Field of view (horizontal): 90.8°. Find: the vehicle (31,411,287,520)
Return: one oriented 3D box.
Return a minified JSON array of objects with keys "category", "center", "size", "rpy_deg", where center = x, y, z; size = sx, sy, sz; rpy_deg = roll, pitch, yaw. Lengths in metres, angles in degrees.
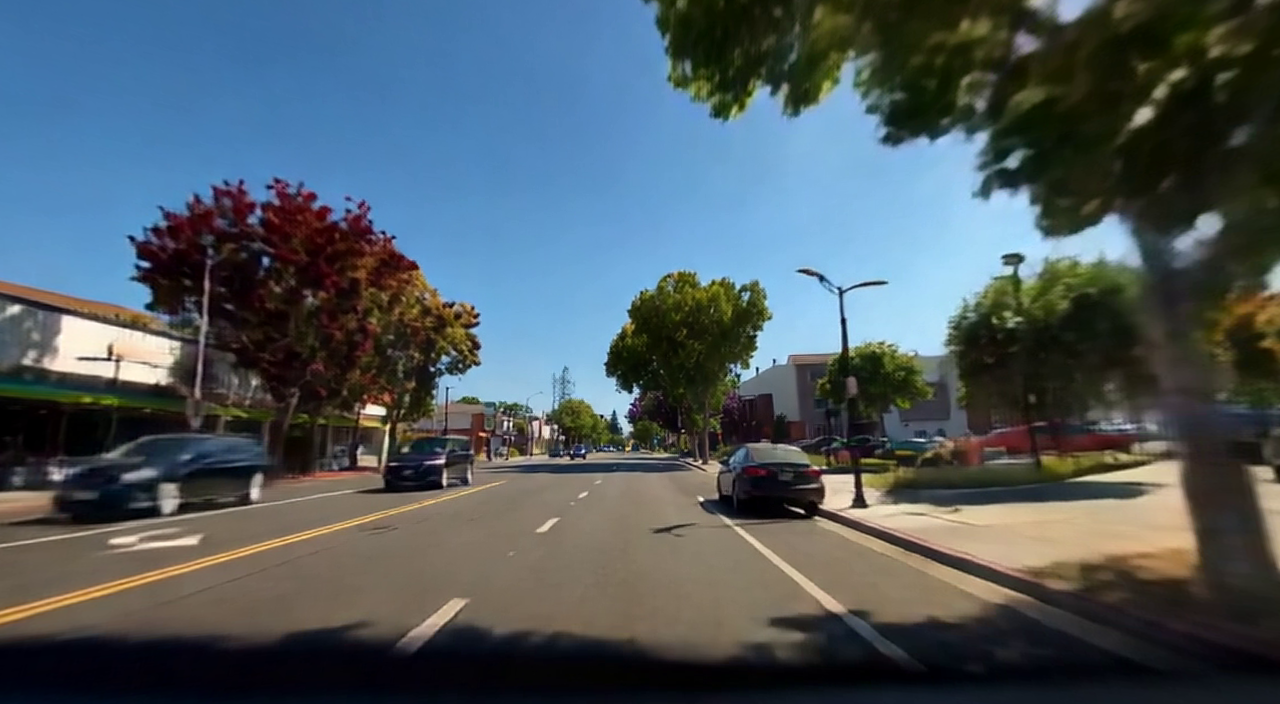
[{"category":"vehicle","center":[-10.399,2.498,14.302],"size":[2.088,2.031,4.616],"rpy_deg":[0,-9,0]}]

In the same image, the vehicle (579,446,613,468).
[{"category":"vehicle","center":[-3.143,7.660,46.140],"size":[2.122,1.469,4.388],"rpy_deg":[0,-9,0]}]

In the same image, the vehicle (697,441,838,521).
[{"category":"vehicle","center":[2.633,2.820,14.347],"size":[2.034,1.491,4.618],"rpy_deg":[1,-9,-3]}]

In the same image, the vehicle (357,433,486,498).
[{"category":"vehicle","center":[-6.774,3.585,20.368],"size":[2.371,1.800,4.987],"rpy_deg":[0,-9,0]}]
